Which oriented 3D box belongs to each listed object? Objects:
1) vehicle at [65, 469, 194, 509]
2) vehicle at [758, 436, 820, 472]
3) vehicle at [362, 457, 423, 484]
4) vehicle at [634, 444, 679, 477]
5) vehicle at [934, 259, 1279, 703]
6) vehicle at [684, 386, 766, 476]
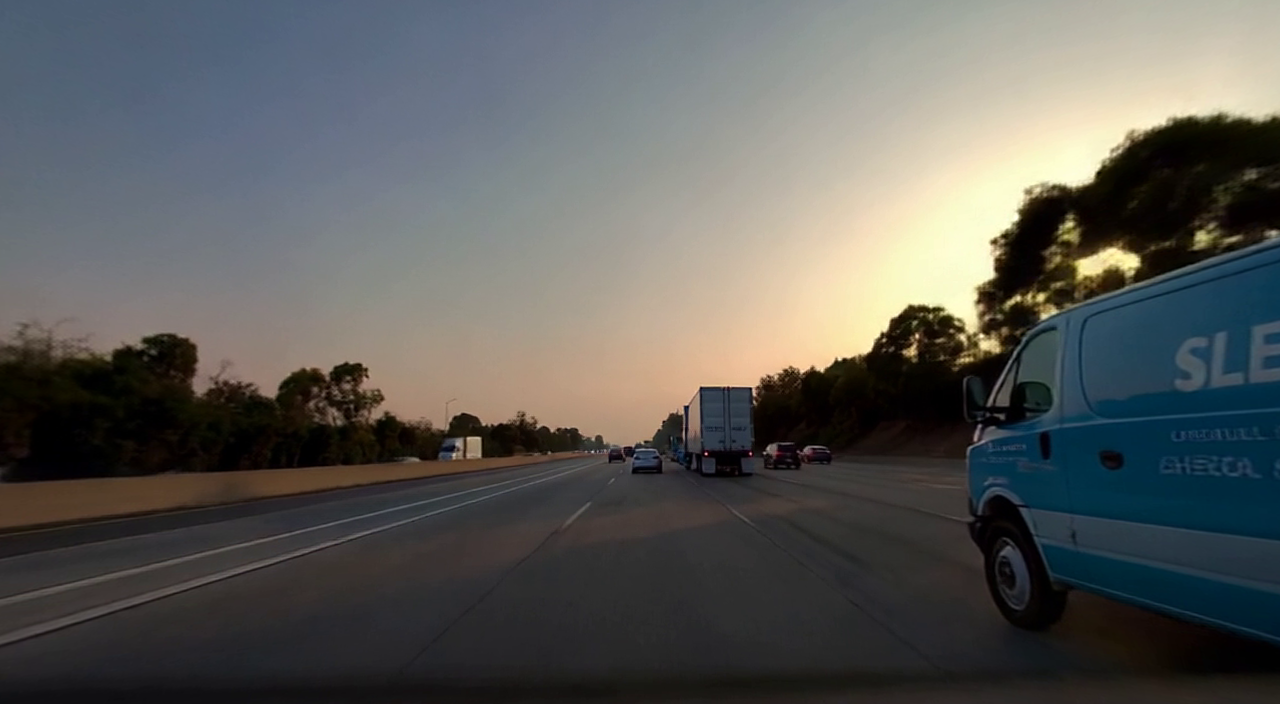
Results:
[{"bbox_3d":[-22.548,6.039,28.150,1.814,1.475,4.698,0,-9,-1],"label":"vehicle"},{"bbox_3d":[7.830,5.417,33.645,2.144,1.769,4.540,0,-9,-1],"label":"vehicle"},{"bbox_3d":[-15.386,7.381,39.529,1.865,1.500,4.707,-1,-9,1],"label":"vehicle"},{"bbox_3d":[0.741,5.295,31.012,2.063,1.469,4.208,0,-9,0],"label":"vehicle"},{"bbox_3d":[3.780,0.630,2.439,2.441,2.017,5.739,0,-9,-1],"label":"vehicle"},{"bbox_3d":[4.307,4.539,35.015,2.821,4.077,12.562,0,-9,0],"label":"vehicle"}]
